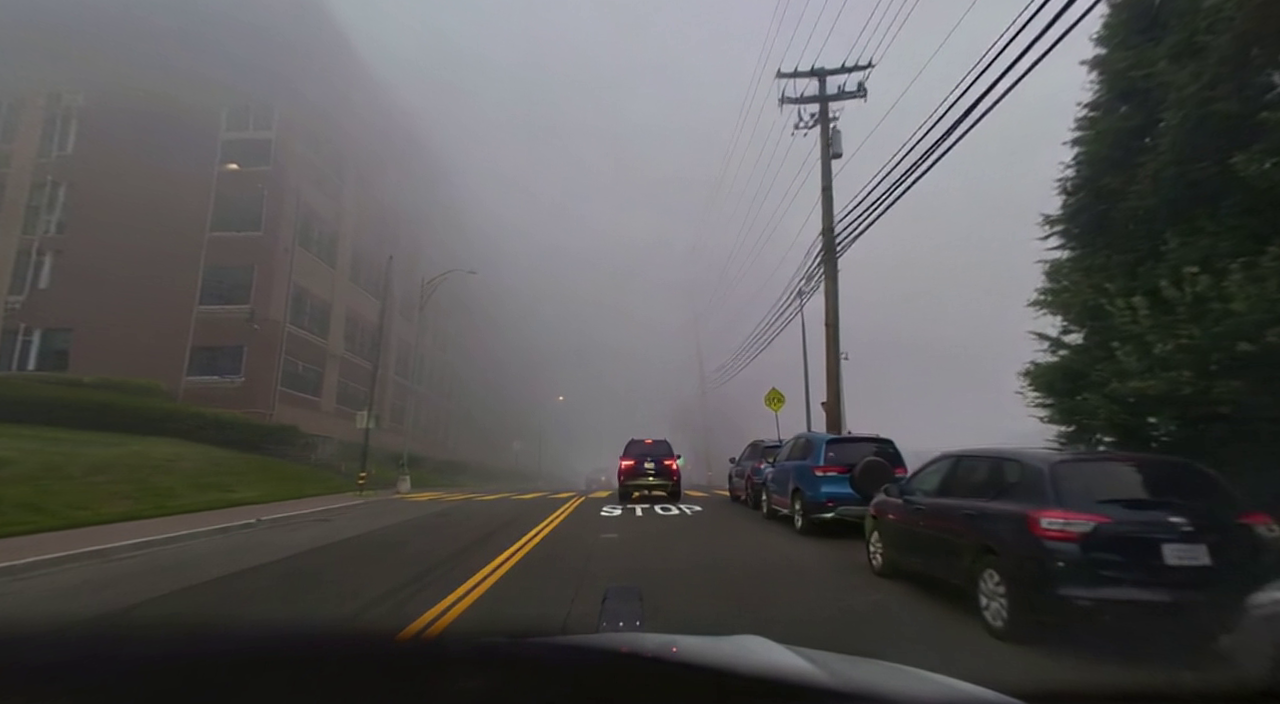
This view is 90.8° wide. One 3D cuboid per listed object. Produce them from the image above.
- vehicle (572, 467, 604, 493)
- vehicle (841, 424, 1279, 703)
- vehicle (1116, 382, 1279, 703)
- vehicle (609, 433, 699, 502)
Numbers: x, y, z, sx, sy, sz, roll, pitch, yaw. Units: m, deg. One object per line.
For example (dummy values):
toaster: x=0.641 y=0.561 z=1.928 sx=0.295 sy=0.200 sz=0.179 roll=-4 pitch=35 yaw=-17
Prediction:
vehicle: x=-3.670 y=9.129 z=45.206 sx=1.911 sy=1.563 sz=4.057 roll=0 pitch=-8 yaw=0
vehicle: x=3.395 y=1.428 z=5.436 sx=1.828 sy=1.476 sz=3.984 roll=0 pitch=-8 yaw=-3
vehicle: x=3.305 y=0.700 z=0.878 sx=2.041 sy=1.581 sz=4.089 roll=0 pitch=-8 yaw=0
vehicle: x=0.583 y=3.440 z=19.340 sx=2.214 sy=1.789 sz=4.872 roll=-1 pitch=-8 yaw=7
